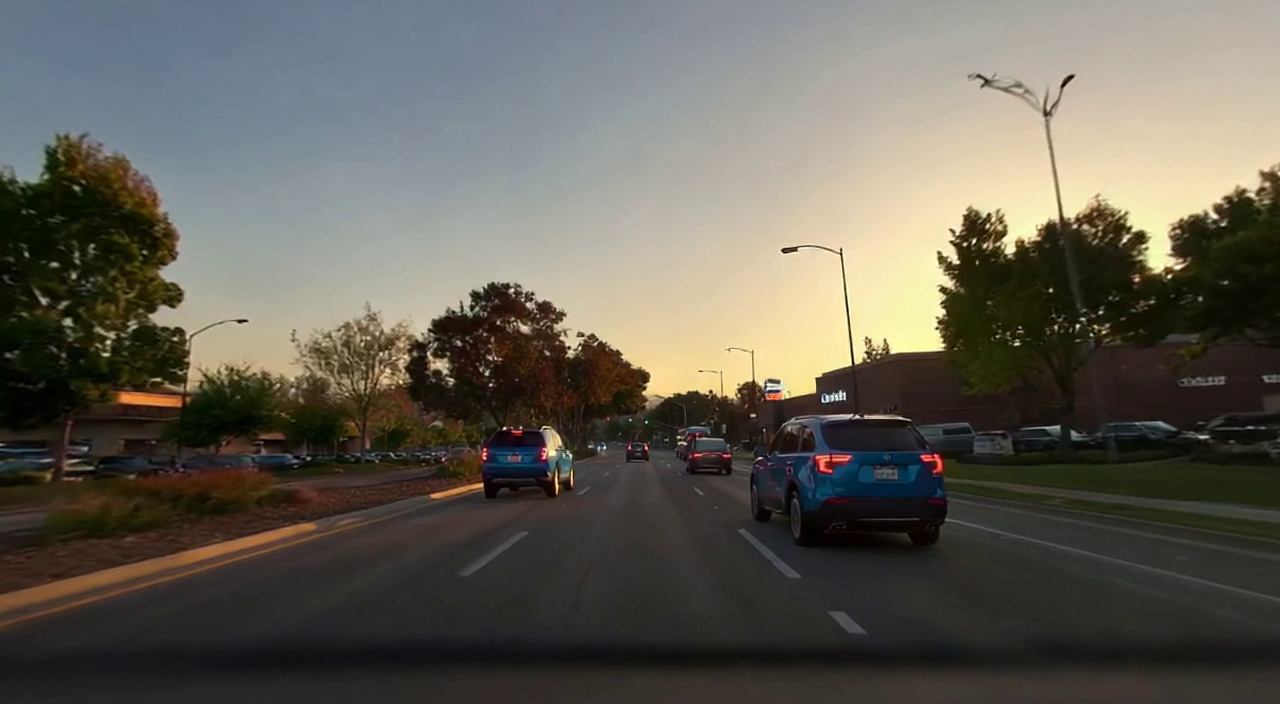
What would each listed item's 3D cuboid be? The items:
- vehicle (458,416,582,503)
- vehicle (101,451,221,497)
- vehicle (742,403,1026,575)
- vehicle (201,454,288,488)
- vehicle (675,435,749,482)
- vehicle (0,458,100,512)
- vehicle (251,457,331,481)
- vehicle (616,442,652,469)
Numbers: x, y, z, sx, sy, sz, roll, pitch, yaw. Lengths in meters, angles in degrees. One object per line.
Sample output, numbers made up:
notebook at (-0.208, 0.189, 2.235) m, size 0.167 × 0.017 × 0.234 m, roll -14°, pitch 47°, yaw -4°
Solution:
vehicle at (-3.083, 2.931, 17.644) m, size 2.368 × 2.037 × 5.319 m, roll 0°, pitch -8°, yaw 0°
vehicle at (-22.431, 5.690, 29.853) m, size 1.931 × 1.908 × 4.694 m, roll 0°, pitch -8°, yaw 0°
vehicle at (2.825, 1.700, 8.621) m, size 2.018 × 1.719 × 4.369 m, roll 0°, pitch -8°, yaw -1°
vehicle at (-22.242, 6.684, 35.778) m, size 1.908 × 1.711 × 4.461 m, roll 0°, pitch -8°, yaw 1°
vehicle at (2.641, 4.079, 24.486) m, size 2.174 × 1.596 × 4.779 m, roll 0°, pitch -8°, yaw -2°
vehicle at (-22.361, 4.791, 22.770) m, size 1.836 × 1.696 × 4.517 m, roll -4°, pitch -9°, yaw -1°
vehicle at (-23.993, 8.023, 43.494) m, size 4.607 × 1.481 × 1.915 m, roll 5°, pitch -10°, yaw -33°
vehicle at (-0.359, 5.996, 36.824) m, size 2.008 × 1.464 × 4.052 m, roll 0°, pitch -8°, yaw -1°
